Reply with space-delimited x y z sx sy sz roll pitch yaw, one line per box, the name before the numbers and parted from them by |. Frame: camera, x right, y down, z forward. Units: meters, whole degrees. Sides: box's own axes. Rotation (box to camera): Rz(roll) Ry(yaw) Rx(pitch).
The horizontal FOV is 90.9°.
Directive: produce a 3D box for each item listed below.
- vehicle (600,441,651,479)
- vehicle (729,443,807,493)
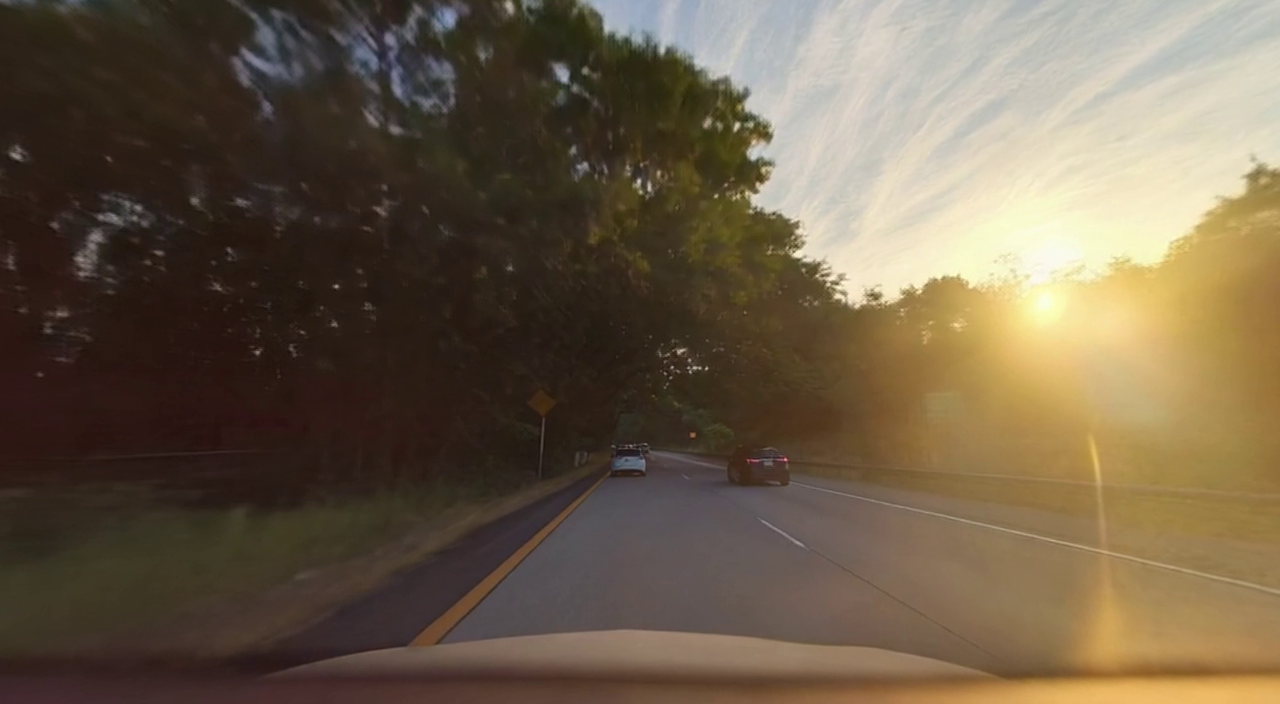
vehicle | -0.629 4.858 28.483 2.120 1.575 4.018 0 -9 0
vehicle | 4.057 3.731 20.522 1.757 1.459 3.398 0 -9 -1
